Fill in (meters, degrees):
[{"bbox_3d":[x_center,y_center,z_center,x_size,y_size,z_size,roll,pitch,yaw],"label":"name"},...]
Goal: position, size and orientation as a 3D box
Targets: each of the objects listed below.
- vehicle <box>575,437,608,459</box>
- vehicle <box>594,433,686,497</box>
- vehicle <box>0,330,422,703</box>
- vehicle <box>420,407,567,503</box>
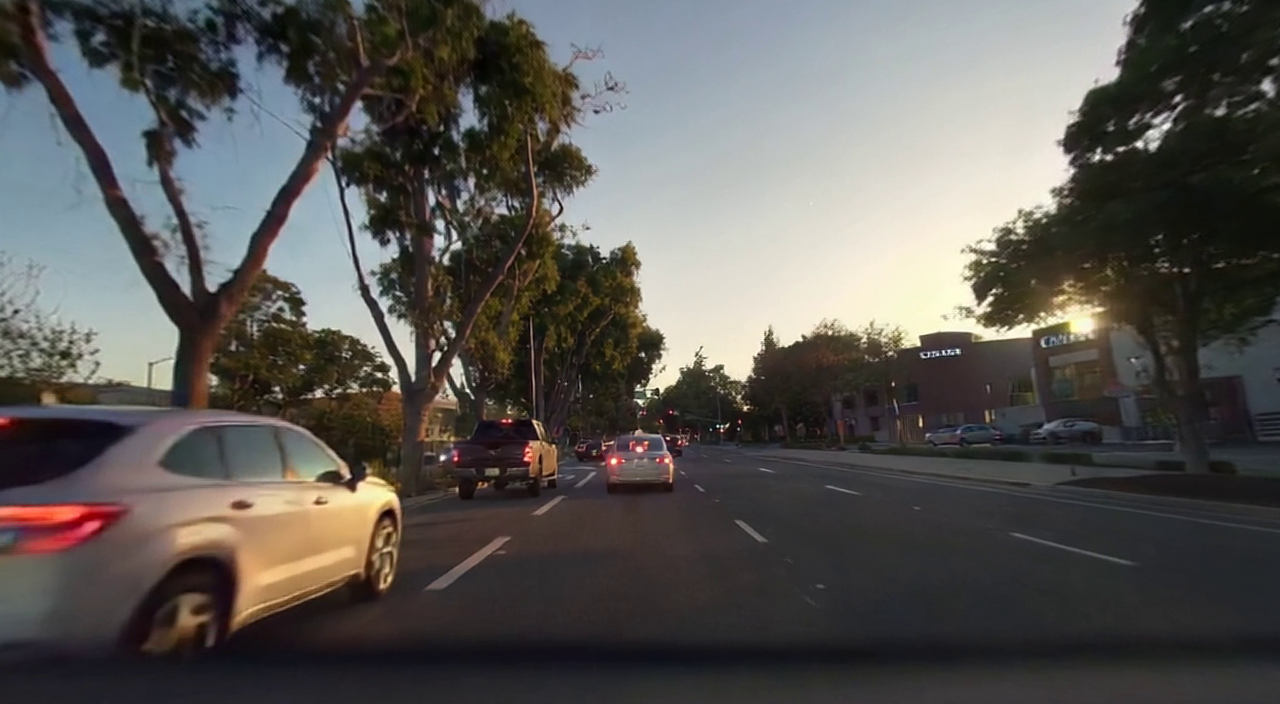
[{"bbox_3d":[-3.592,7.158,47.211,2.147,1.590,4.209,0,-8,0],"label":"vehicle"},{"bbox_3d":[-0.051,2.932,16.795,2.126,1.475,3.967,0,-8,-1],"label":"vehicle"},{"bbox_3d":[-3.337,1.081,4.573,2.046,1.751,4.208,0,-8,-1],"label":"vehicle"},{"bbox_3d":[-3.385,2.558,15.988,2.301,1.985,5.531,0,-8,1],"label":"vehicle"}]
